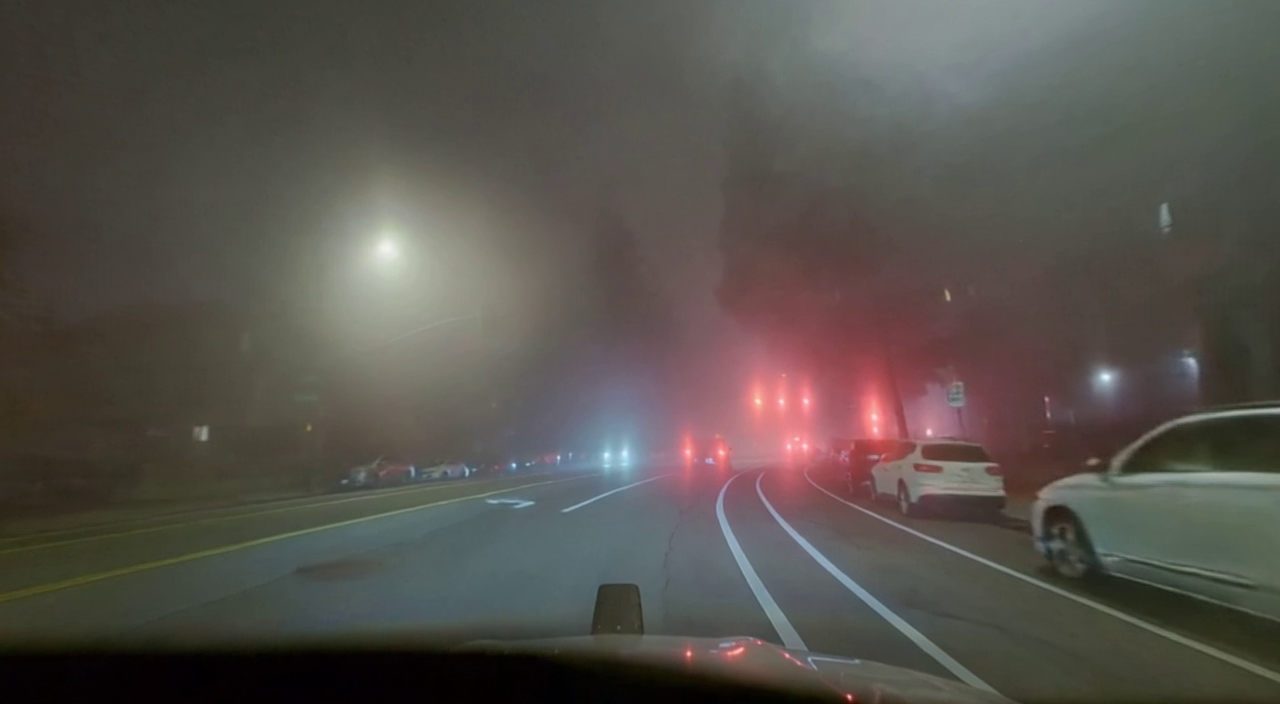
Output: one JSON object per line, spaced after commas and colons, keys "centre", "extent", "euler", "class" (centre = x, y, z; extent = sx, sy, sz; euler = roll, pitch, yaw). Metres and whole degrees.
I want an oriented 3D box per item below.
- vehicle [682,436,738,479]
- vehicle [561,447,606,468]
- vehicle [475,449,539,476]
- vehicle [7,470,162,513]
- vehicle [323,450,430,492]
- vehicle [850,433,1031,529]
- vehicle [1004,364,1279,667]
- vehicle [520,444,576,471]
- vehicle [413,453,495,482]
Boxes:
{"centre": [3.104, 4.512, 27.358], "extent": [1.852, 1.680, 4.488], "euler": [-2, -9, 13], "class": "vehicle"}
{"centre": [-4.295, 8.117, 48.781], "extent": [1.809, 1.469, 4.485], "euler": [-3, -9, 19], "class": "vehicle"}
{"centre": [-7.960, 6.648, 38.291], "extent": [1.880, 1.450, 4.627], "euler": [-2, -9, 15], "class": "vehicle"}
{"centre": [-20.140, 5.044, 23.015], "extent": [4.195, 1.400, 1.726], "euler": [-1, -8, 6], "class": "vehicle"}
{"centre": [-10.719, 4.836, 26.102], "extent": [1.918, 1.508, 4.353], "euler": [-1, -8, 10], "class": "vehicle"}
{"centre": [5.522, 2.380, 12.353], "extent": [1.741, 1.494, 4.587], "euler": [-1, -8, 7], "class": "vehicle"}
{"centre": [4.914, 1.068, 4.383], "extent": [2.128, 1.795, 4.622], "euler": [0, -8, 2], "class": "vehicle"}
{"centre": [-6.226, 7.185, 43.299], "extent": [1.977, 1.761, 4.990], "euler": [-2, -9, 15], "class": "vehicle"}
{"centre": [-9.453, 5.891, 32.551], "extent": [1.893, 1.310, 4.719], "euler": [-2, -9, 13], "class": "vehicle"}
